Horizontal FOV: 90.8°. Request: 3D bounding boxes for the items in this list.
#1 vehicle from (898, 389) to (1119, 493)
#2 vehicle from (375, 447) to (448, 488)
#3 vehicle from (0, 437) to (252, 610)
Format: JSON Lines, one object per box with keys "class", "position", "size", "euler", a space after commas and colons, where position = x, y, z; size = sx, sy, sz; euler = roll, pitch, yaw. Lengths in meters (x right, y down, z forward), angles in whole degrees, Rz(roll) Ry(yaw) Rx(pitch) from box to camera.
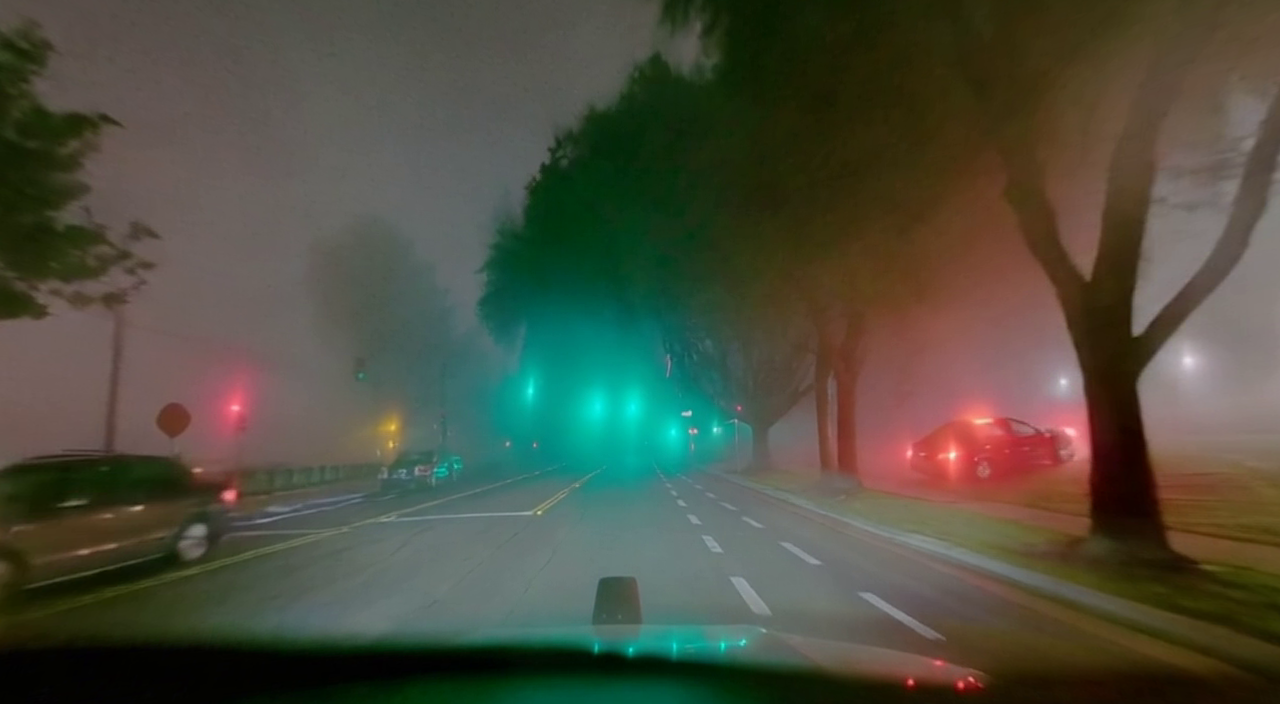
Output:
{"class": "vehicle", "position": [9.368, 2.133, 15.974], "size": [5.565, 2.036, 1.907], "euler": [-1, -7, -27]}
{"class": "vehicle", "position": [-12.238, 6.167, 34.245], "size": [2.041, 1.788, 5.116], "euler": [-7, -8, -2]}
{"class": "vehicle", "position": [-7.129, 1.916, 7.399], "size": [2.142, 1.611, 4.890], "euler": [-5, -8, 0]}
